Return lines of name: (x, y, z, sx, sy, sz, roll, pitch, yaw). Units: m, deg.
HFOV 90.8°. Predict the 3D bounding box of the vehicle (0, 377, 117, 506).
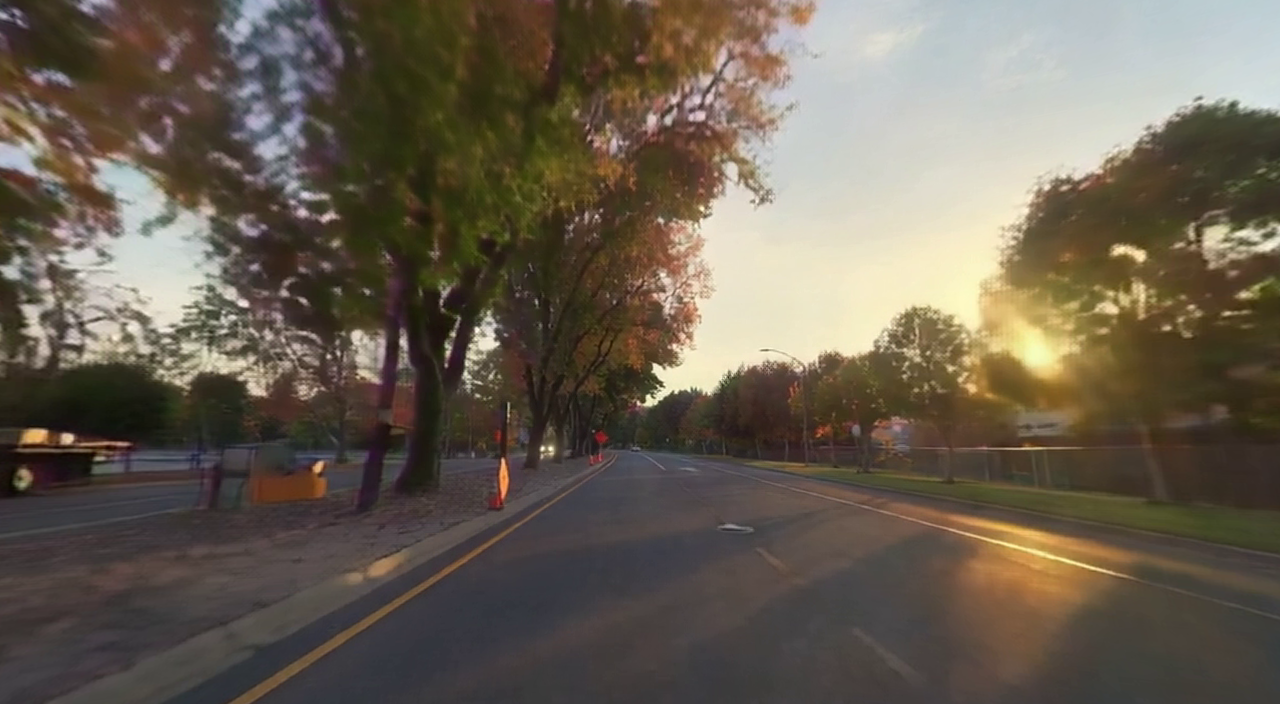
vehicle: (-19.104, 2.179, 15.437, 2.956, 3.466, 10.408, -1, -9, 5)
